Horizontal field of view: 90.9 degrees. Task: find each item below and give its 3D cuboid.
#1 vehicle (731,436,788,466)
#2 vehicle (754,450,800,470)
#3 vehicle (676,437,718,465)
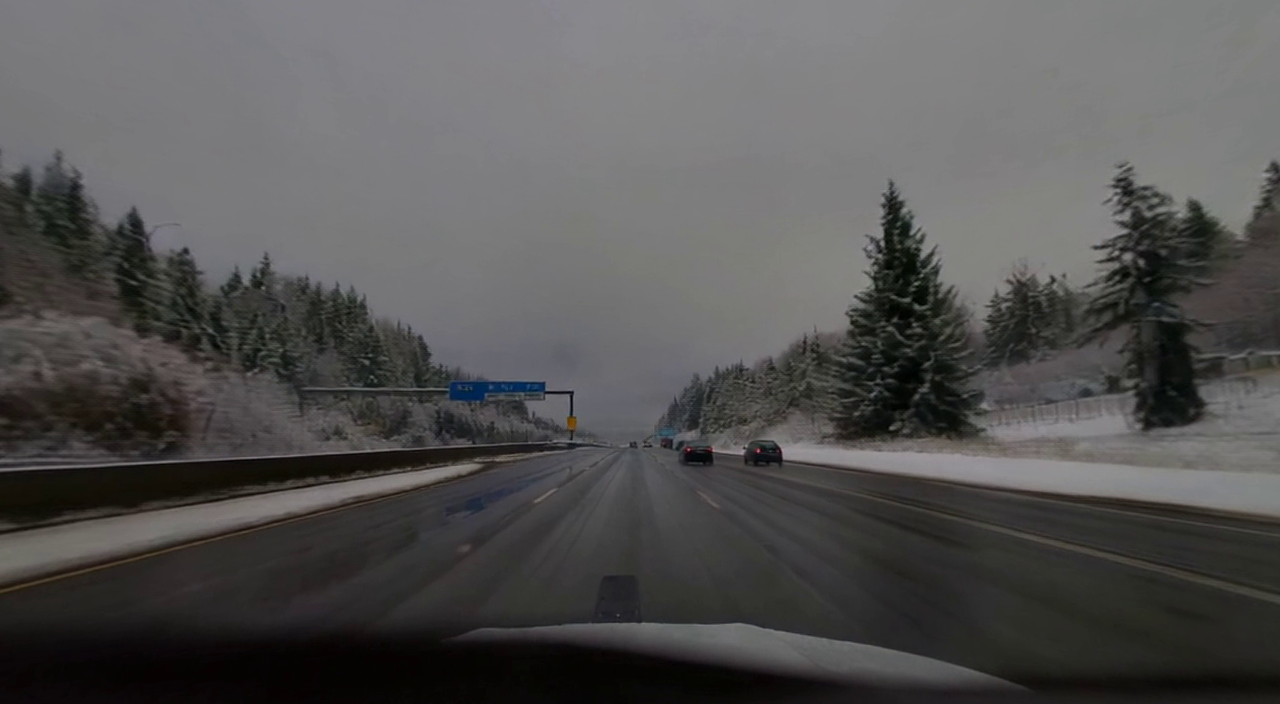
[{"bbox_3d":[6.546,5.459,34.970,2.003,1.522,4.940,0,-8,-2],"label":"vehicle"},{"bbox_3d":[6.704,5.301,31.017,1.535,0.862,2.814,0,-8,-2],"label":"vehicle"},{"bbox_3d":[3.097,5.457,35.010,1.819,1.468,3.770,0,-8,-2],"label":"vehicle"}]
